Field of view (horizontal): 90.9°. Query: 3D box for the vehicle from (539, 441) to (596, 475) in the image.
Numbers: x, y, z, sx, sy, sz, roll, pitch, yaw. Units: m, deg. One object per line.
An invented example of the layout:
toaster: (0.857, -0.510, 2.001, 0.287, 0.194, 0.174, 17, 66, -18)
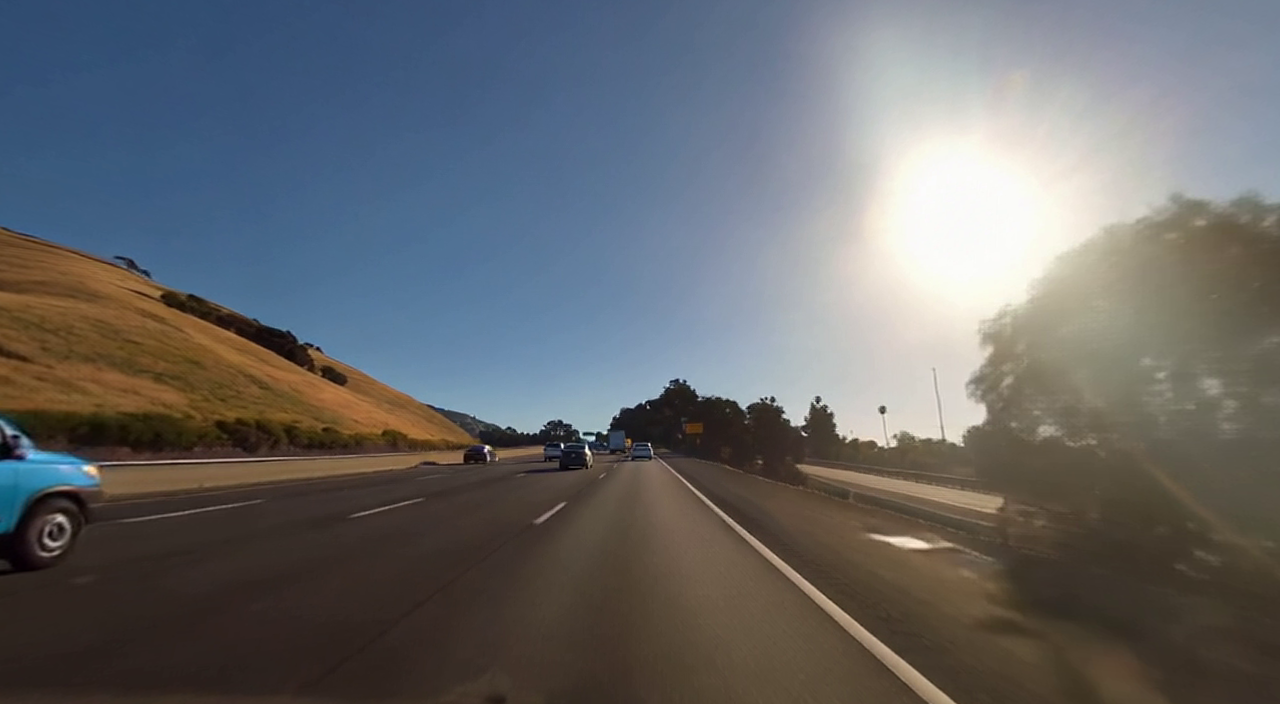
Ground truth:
vehicle: (-3.375, 5.020, 30.188, 2.080, 1.505, 4.649, 0, -8, 1)

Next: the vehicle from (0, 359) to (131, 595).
vehicle: (-7.077, 0.930, 4.281, 2.437, 2.135, 5.643, 0, -8, 1)

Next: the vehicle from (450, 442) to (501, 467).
vehicle: (-10.625, 6.631, 41.094, 1.945, 1.466, 4.947, 0, -8, 1)
